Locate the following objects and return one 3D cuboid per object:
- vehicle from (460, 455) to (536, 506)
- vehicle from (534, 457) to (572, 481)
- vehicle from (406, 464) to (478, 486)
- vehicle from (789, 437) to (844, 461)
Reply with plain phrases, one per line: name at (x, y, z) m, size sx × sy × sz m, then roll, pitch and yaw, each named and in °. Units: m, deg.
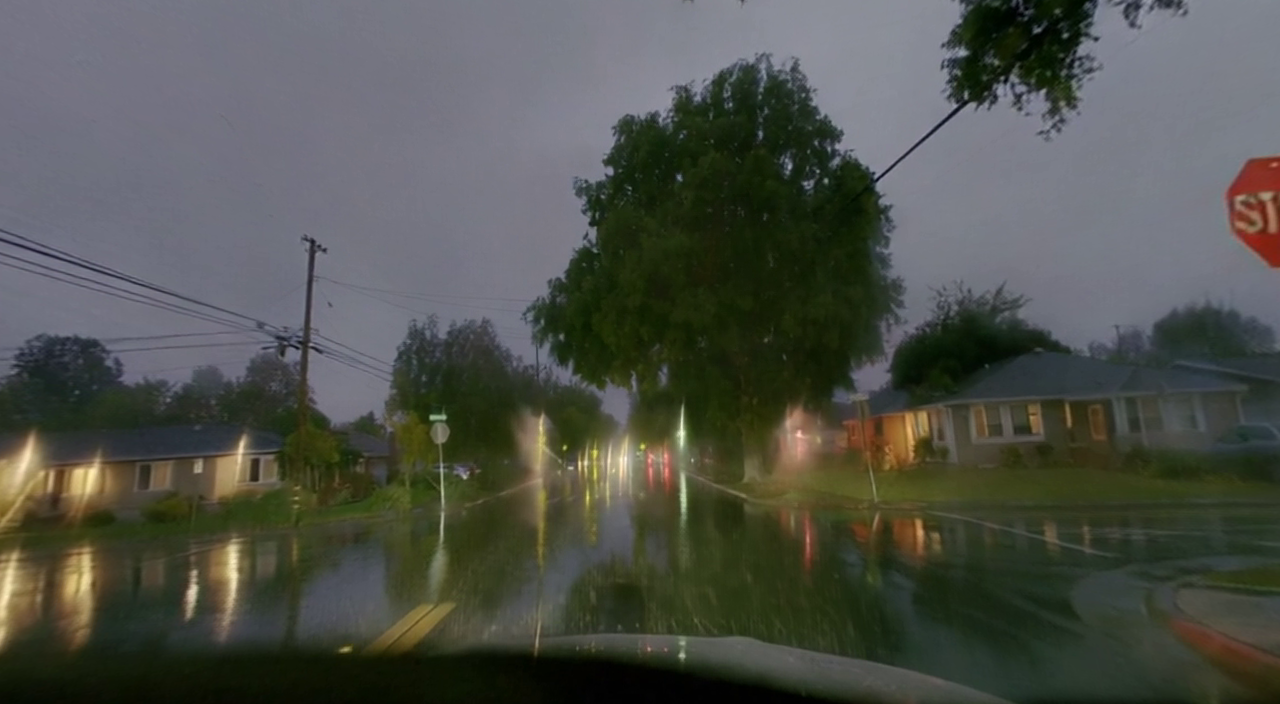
vehicle at (-6.207, 5.649, 28.144) m, size 2.149 × 1.823 × 4.613 m, roll -6°, pitch -9°, yaw 1°
vehicle at (-6.536, 8.870, 48.038) m, size 2.133 × 1.525 × 4.401 m, roll -4°, pitch -9°, yaw 1°
vehicle at (-14.183, 8.825, 45.308) m, size 4.601 × 1.486 × 1.876 m, roll -2°, pitch -9°, yaw 12°
vehicle at (12.404, 6.854, 44.597) m, size 3.563 × 1.551 × 1.916 m, roll -2°, pitch -9°, yaw 12°
